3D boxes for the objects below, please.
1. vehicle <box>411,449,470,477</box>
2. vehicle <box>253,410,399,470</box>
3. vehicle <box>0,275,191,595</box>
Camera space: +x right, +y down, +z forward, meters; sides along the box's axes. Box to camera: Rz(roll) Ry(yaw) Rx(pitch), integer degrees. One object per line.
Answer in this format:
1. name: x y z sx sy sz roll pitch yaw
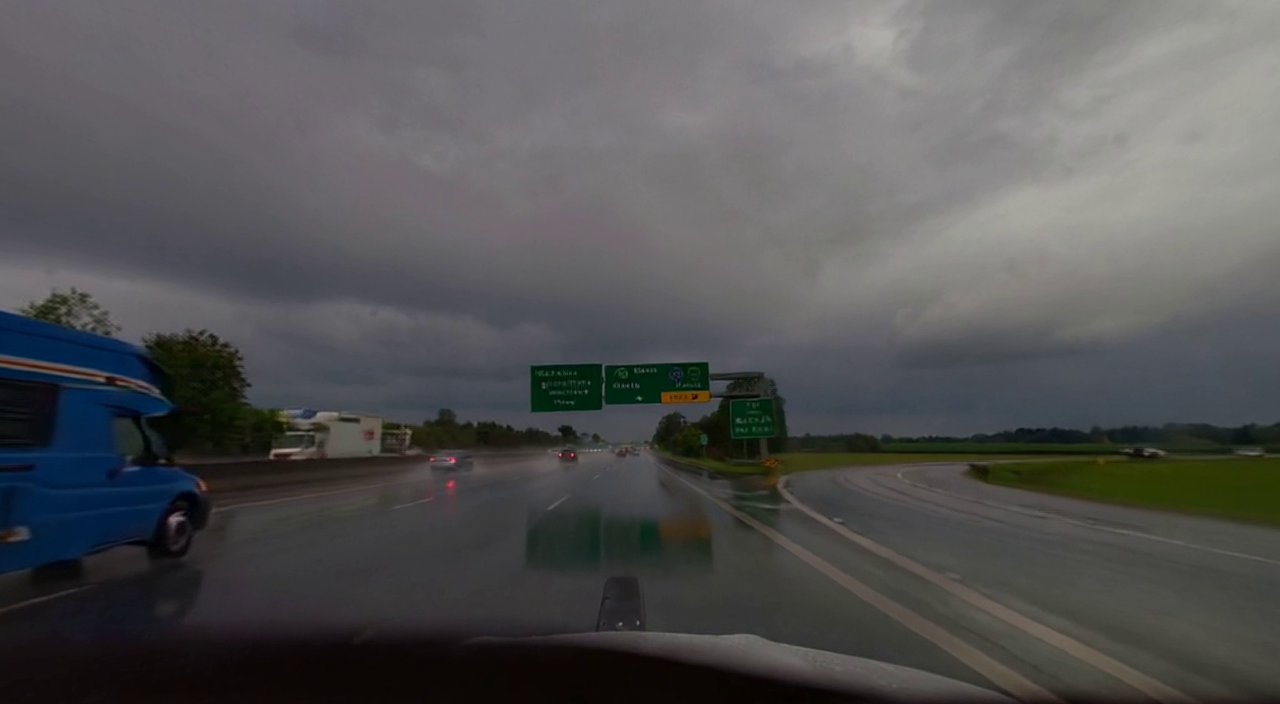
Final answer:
1. vehicle: -11.420 6.359 36.470 1.981 1.503 4.207 0 -9 1
2. vehicle: -23.452 7.035 48.991 3.035 3.827 16.346 -1 -9 0
3. vehicle: -7.307 0.561 4.457 2.747 2.934 7.411 0 -9 0
